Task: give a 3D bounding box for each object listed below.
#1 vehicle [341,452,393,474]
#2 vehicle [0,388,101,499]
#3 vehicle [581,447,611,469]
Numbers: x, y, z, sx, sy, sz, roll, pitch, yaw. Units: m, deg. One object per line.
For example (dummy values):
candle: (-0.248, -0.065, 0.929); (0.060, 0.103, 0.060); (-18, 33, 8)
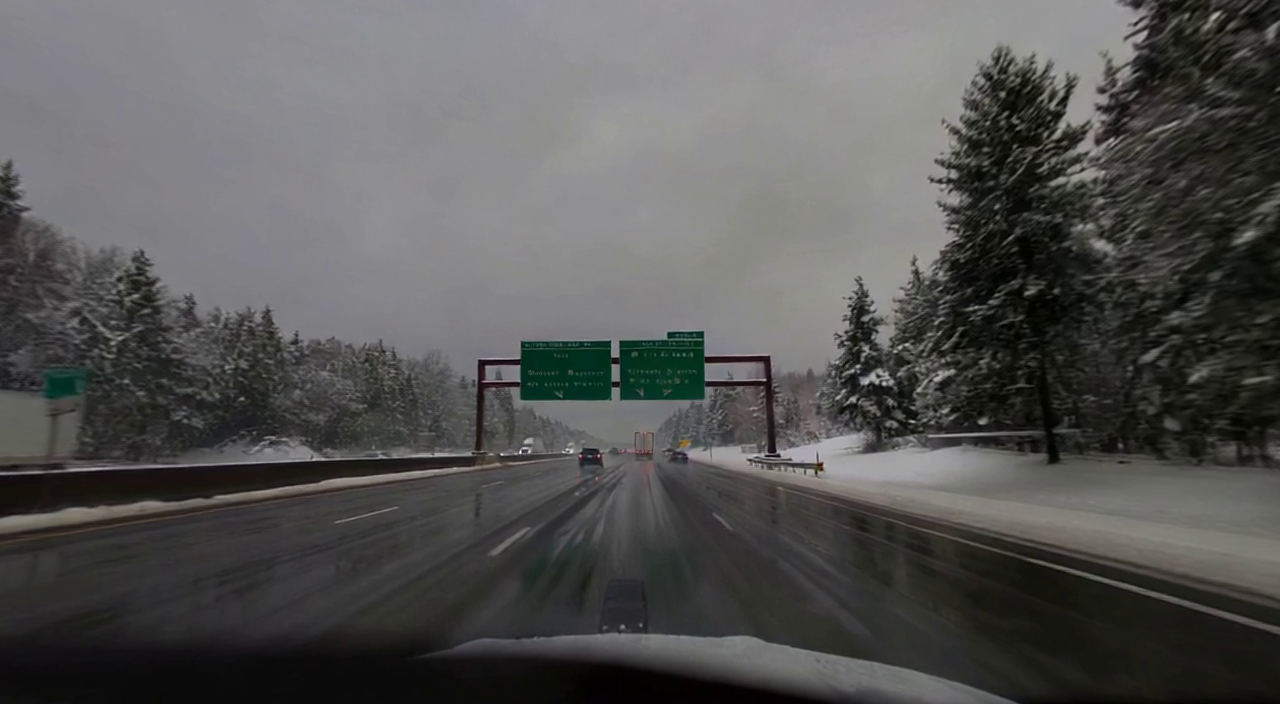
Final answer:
vehicle: (-19.879, 8.088, 46.058); (1.854, 1.430, 4.222); (0, -8, 1)
vehicle: (-24.137, 2.729, 18.864); (2.870, 3.910, 14.757); (0, -8, 0)
vehicle: (-3.217, 7.870, 46.737); (1.996, 1.521, 3.912); (0, -8, 0)
